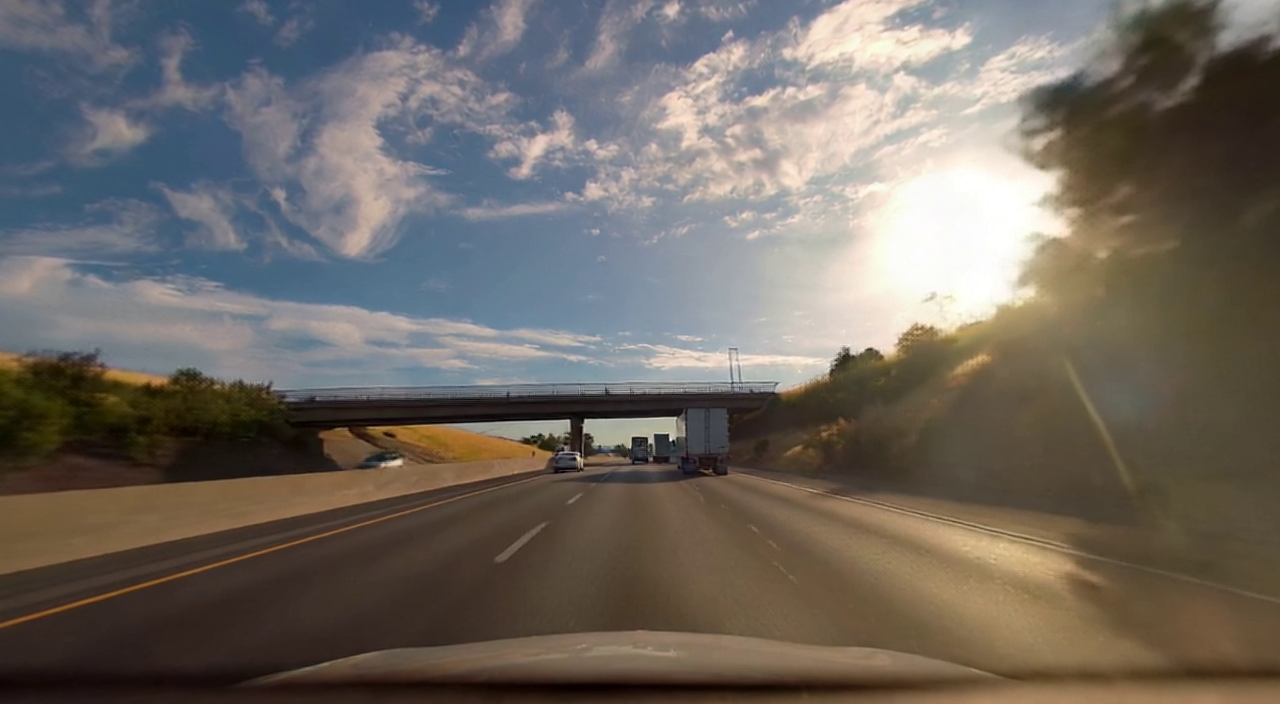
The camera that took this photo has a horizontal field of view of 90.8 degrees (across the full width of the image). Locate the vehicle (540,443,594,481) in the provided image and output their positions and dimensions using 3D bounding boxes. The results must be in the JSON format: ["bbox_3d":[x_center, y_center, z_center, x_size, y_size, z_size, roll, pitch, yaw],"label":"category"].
[{"bbox_3d":[-3.383,5.203,30.006,2.007,1.647,3.854,0,-9,1],"label":"vehicle"}]

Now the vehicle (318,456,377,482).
[{"bbox_3d":[-19.142,7.627,41.455,1.859,1.580,4.117,0,-9,0],"label":"vehicle"}]

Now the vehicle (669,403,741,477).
[{"bbox_3d":[3.964,6.114,43.095,3.131,4.037,16.729,0,-9,0],"label":"vehicle"}]

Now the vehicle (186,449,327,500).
[{"bbox_3d":[-12.005,3.831,20.114,1.857,1.439,4.139,0,-9,0],"label":"vehicle"}]
